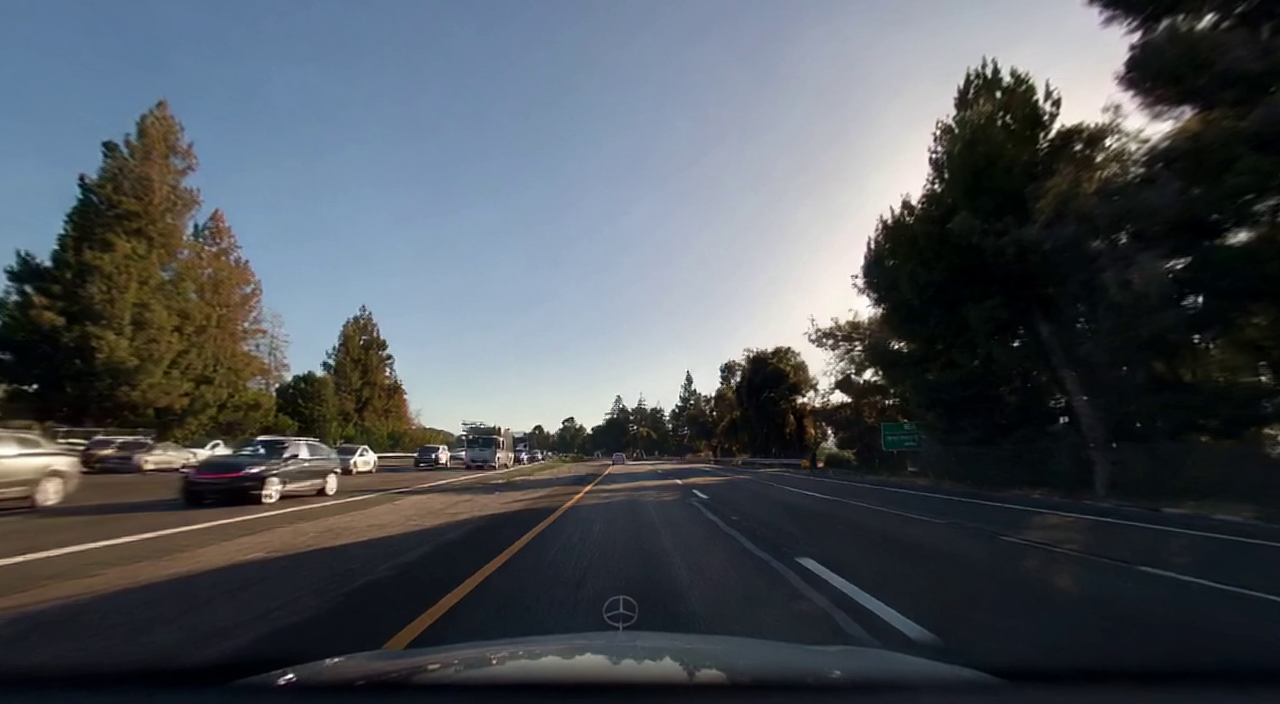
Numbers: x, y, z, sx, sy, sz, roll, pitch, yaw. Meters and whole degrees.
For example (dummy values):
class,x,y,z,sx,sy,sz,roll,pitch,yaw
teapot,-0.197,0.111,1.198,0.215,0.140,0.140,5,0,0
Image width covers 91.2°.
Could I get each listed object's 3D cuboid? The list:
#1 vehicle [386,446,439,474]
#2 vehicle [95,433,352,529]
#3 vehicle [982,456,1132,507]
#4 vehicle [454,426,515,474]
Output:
class,x,y,z,sx,sy,sz,roll,pitch,yaw
vehicle,-14.280,6.775,39.583,1.947,1.647,4.183,0,-9,-3
vehicle,-7.778,2.438,12.419,2.032,1.521,4.518,0,-9,-1
vehicle,14.270,4.411,21.832,1.941,1.536,4.585,0,-9,-2
vehicle,-9.280,5.955,38.121,2.356,2.637,6.975,0,-9,-4
